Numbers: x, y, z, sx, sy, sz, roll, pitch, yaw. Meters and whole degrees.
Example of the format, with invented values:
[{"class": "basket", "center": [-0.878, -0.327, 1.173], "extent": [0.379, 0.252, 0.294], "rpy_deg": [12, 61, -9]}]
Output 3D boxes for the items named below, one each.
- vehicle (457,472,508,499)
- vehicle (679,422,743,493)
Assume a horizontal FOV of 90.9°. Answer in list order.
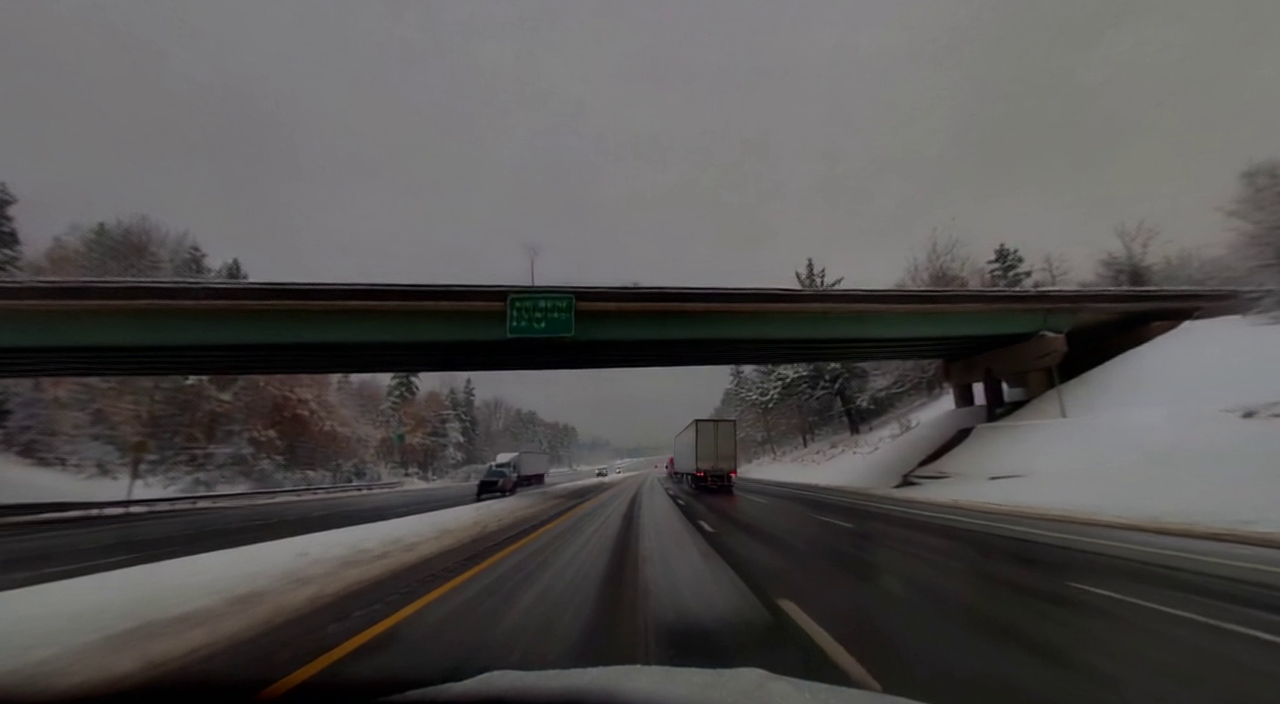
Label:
[{"class": "vehicle", "center": [-9.234, 7.852, 37.234], "extent": [1.863, 1.465, 4.034], "rpy_deg": [0, -11, 1]}, {"class": "vehicle", "center": [4.430, 7.139, 42.212], "extent": [3.054, 4.005, 11.895], "rpy_deg": [0, -11, 0]}]
